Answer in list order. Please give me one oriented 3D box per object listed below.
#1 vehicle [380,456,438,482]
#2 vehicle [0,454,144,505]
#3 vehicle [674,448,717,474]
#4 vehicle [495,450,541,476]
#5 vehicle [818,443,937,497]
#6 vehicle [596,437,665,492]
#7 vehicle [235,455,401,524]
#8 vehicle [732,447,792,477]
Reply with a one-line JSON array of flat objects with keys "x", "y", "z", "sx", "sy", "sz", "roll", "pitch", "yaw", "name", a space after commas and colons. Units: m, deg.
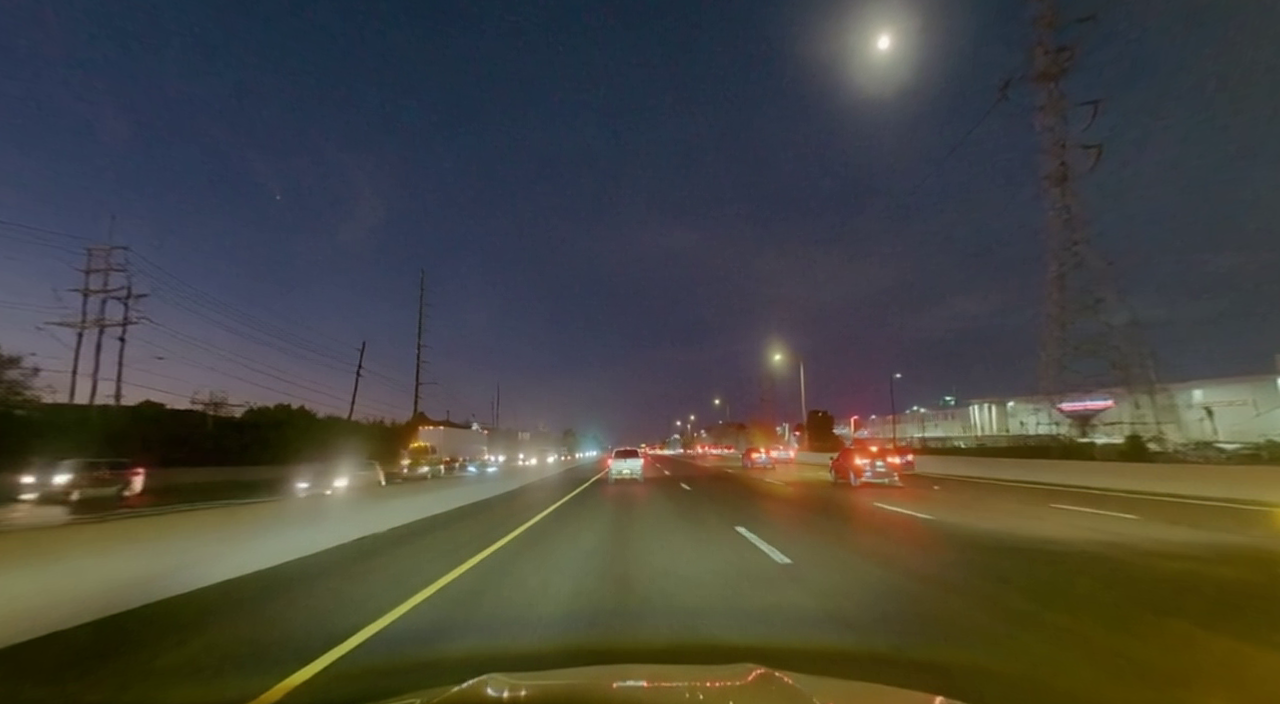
[{"x": -14.876, "y": 7.570, "z": 41.046, "sx": 1.924, "sy": 1.472, "sz": 4.767, "roll": 0, "pitch": -9, "yaw": 1, "name": "vehicle"}, {"x": -21.814, "y": 4.827, "z": 24.307, "sx": 1.889, "sy": 1.708, "sz": 4.301, "roll": 0, "pitch": -9, "yaw": 0, "name": "vehicle"}, {"x": 3.297, "y": 6.578, "z": 38.402, "sx": 2.115, "sy": 1.481, "sz": 3.968, "roll": 0, "pitch": -9, "yaw": -2, "name": "vehicle"}, {"x": -8.261, "y": 7.543, "z": 43.076, "sx": 2.069, "sy": 1.613, "sz": 4.660, "roll": 0, "pitch": -9, "yaw": 2, "name": "vehicle"}, {"x": 7.159, "y": 3.573, "z": 19.593, "sx": 1.958, "sy": 1.473, "sz": 4.201, "roll": 0, "pitch": -9, "yaw": -2, "name": "vehicle"}, {"x": -0.356, "y": 4.117, "z": 23.464, "sx": 2.298, "sy": 1.809, "sz": 4.359, "roll": 0, "pitch": -9, "yaw": -1, "name": "vehicle"}, {"x": -8.164, "y": 3.492, "z": 16.605, "sx": 1.937, "sy": 1.477, "sz": 4.561, "roll": 0, "pitch": -9, "yaw": 0, "name": "vehicle"}, {"x": 6.288, "y": 5.707, "z": 33.110, "sx": 1.934, "sy": 1.461, "sz": 4.368, "roll": 1, "pitch": -9, "yaw": -5, "name": "vehicle"}]
